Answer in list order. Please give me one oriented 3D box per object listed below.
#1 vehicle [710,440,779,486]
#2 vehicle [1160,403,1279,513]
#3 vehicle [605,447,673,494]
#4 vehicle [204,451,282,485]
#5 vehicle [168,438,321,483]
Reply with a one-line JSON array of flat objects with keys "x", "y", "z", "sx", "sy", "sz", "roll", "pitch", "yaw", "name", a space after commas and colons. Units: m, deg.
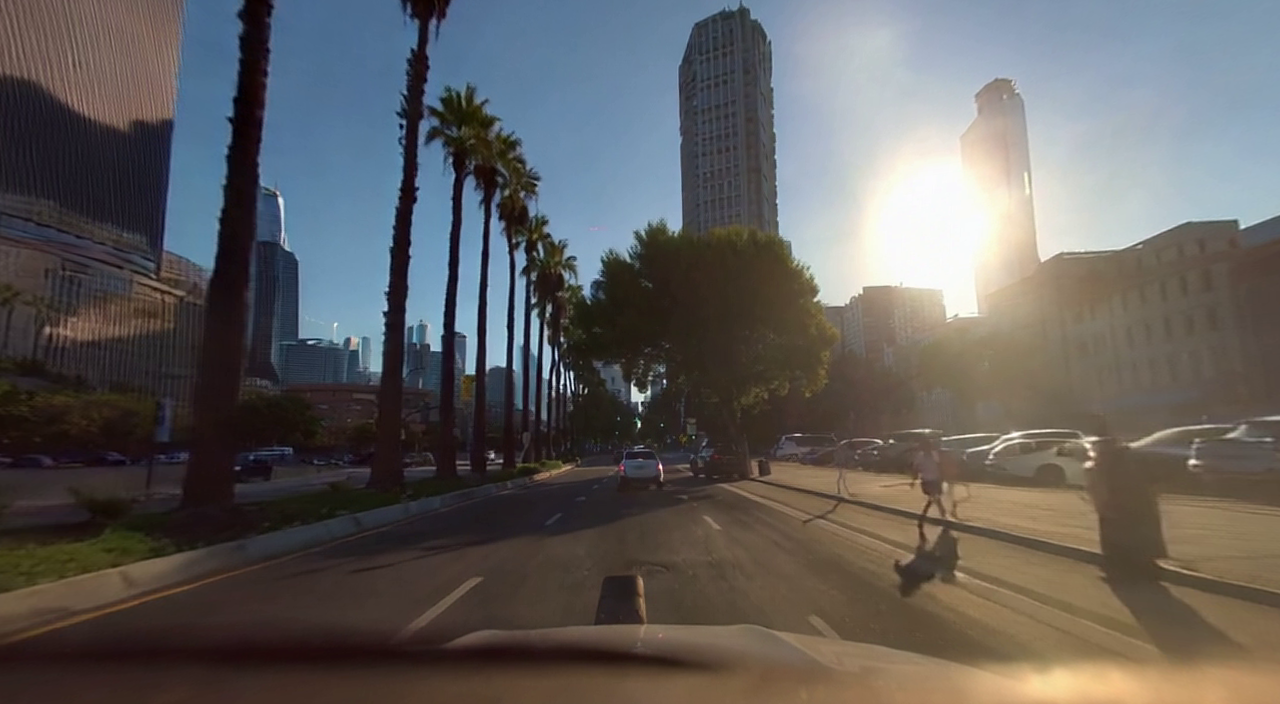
[{"x": 4.408, "y": 4.769, "z": 27.357, "sx": 2.136, "sy": 1.774, "sz": 4.778, "roll": 0, "pitch": -9, "yaw": 0, "name": "vehicle"}, {"x": 12.801, "y": 1.911, "z": 11.441, "sx": 4.583, "sy": 1.794, "sz": 2.453, "roll": 1, "pitch": -9, "yaw": -4, "name": "vehicle"}, {"x": -0.028, "y": 4.205, "z": 22.792, "sx": 2.235, "sy": 1.528, "sz": 3.876, "roll": 0, "pitch": -9, "yaw": 0, "name": "vehicle"}, {"x": -26.449, "y": 7.741, "z": 42.205, "sx": 2.277, "sy": 2.133, "sz": 4.869, "roll": 1, "pitch": -10, "yaw": -5, "name": "vehicle"}, {"x": -30.578, "y": 8.448, "z": 49.937, "sx": 3.081, "sy": 3.048, "sz": 13.223, "roll": 0, "pitch": -9, "yaw": 3, "name": "vehicle"}]
